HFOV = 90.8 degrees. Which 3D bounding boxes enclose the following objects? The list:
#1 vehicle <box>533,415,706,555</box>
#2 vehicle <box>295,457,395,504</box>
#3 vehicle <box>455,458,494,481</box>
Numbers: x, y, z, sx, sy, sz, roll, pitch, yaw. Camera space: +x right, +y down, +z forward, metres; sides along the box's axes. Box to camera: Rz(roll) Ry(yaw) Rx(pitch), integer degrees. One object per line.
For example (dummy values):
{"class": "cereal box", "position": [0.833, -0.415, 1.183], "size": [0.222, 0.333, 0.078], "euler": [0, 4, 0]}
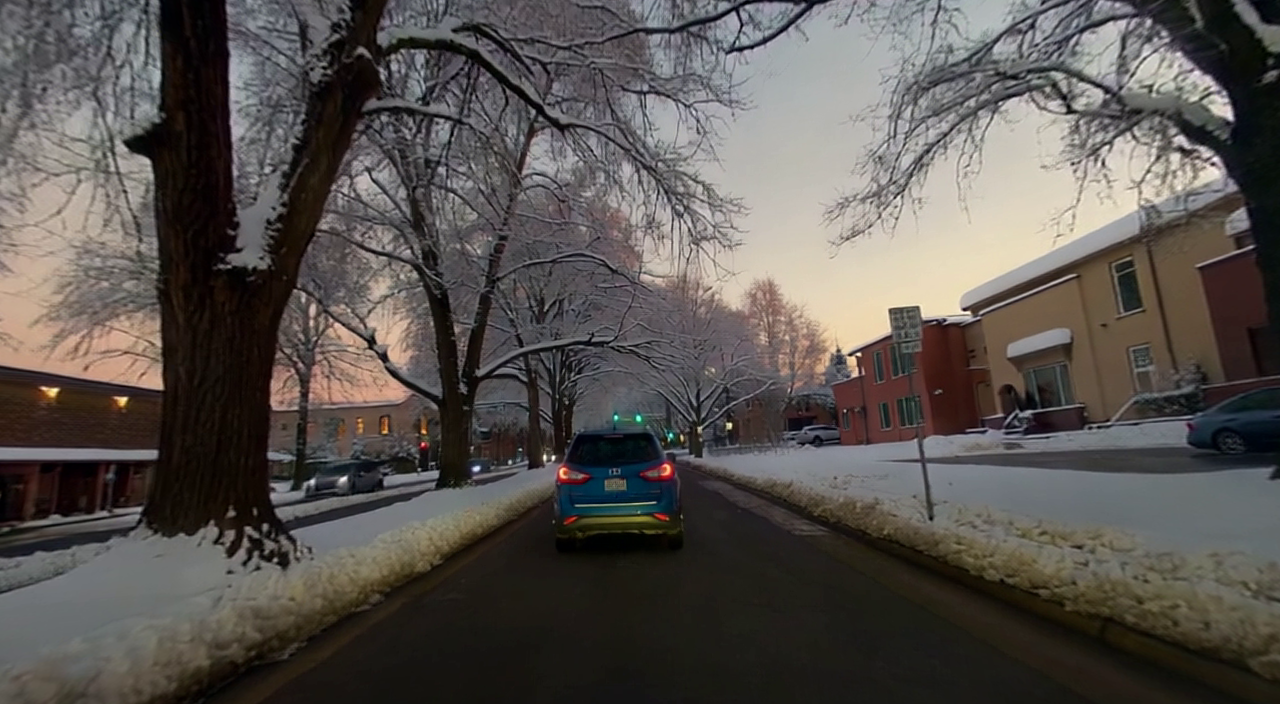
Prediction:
{"class": "vehicle", "position": [-0.253, 1.947, 9.831], "size": [2.136, 1.703, 3.910], "euler": [0, -9, 0]}
{"class": "vehicle", "position": [-12.255, 5.347, 26.633], "size": [1.971, 1.718, 4.539], "euler": [0, -9, 1]}
{"class": "vehicle", "position": [-12.182, 8.653, 46.705], "size": [1.714, 1.578, 4.218], "euler": [0, -9, 0]}
